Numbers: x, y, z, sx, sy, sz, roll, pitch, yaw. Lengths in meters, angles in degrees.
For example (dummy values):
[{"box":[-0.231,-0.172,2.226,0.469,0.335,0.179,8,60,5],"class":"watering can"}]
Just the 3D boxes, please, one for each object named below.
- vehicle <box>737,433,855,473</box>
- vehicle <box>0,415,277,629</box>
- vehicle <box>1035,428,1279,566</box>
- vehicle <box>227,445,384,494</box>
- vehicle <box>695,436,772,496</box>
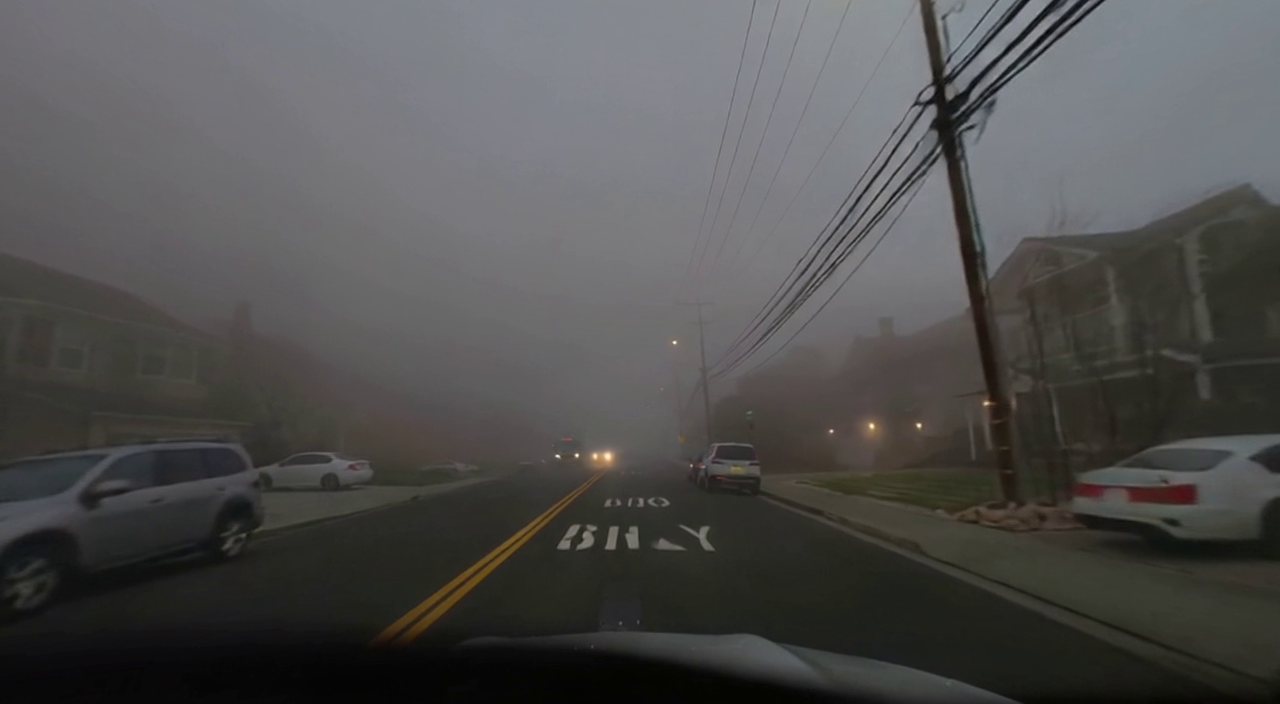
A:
[{"box":[7.646,5.013,31.381,5.288,1.871,2.148,0,-8,1],"class":"vehicle"},{"box":[-6.373,1.753,7.024,2.056,1.741,4.532,-2,-10,-1],"class":"vehicle"},{"box":[7.869,1.704,7.831,4.511,1.438,2.116,0,-8,-1],"class":"vehicle"},{"box":[-11.898,4.193,22.720,4.480,1.665,1.930,0,-8,-1],"class":"vehicle"},{"box":[3.007,3.757,21.124,1.945,1.792,3.903,0,-8,-1],"class":"vehicle"}]
